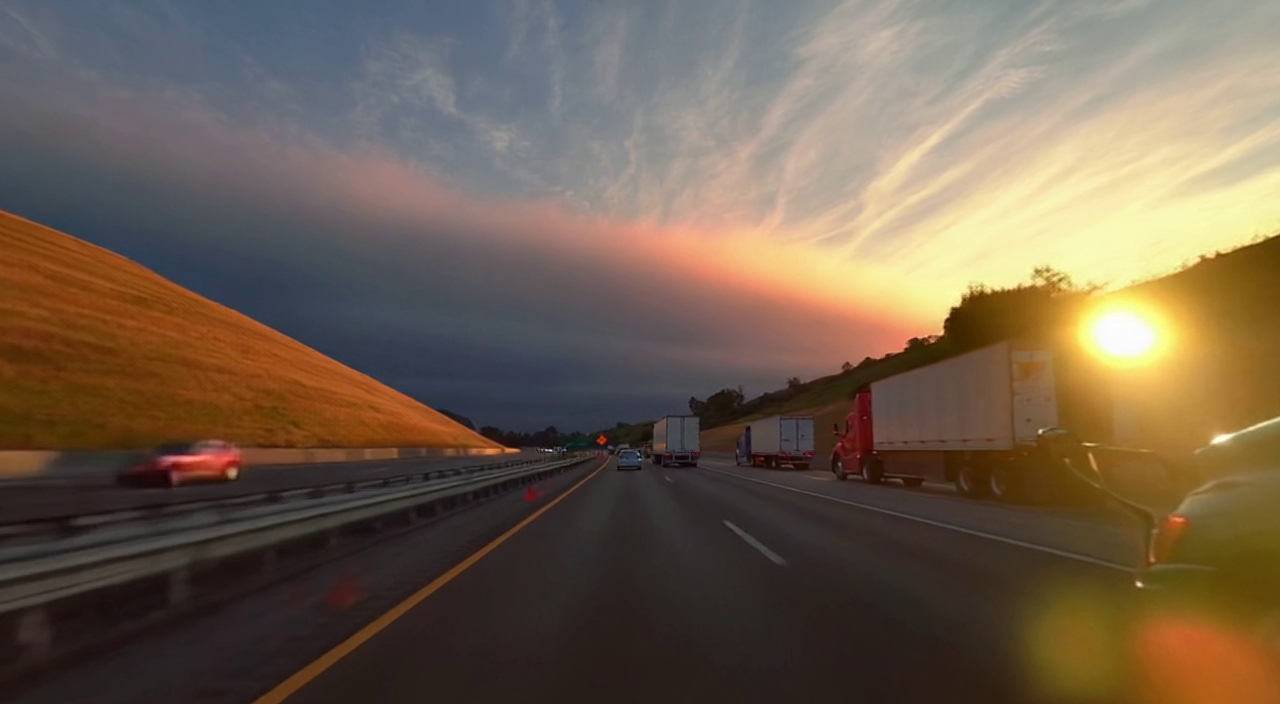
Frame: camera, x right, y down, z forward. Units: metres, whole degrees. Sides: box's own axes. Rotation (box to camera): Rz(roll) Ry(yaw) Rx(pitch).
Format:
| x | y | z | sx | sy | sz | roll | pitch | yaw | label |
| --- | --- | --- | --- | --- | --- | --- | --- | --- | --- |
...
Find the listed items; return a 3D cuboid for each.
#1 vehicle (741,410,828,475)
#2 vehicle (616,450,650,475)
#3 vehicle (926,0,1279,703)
| x | y | z | sx | sy | sz | roll | pitch | yaw | label |
| --- | --- | --- | --- | --- | --- | --- | --- | --- | --- |
| 10.390 | 6.928 | 47.628 | 2.854 | 4.112 | 14.088 | 0 | -9 | -2 | vehicle |
| -0.454 | 6.660 | 38.257 | 1.927 | 1.437 | 3.794 | 0 | -9 | -1 | vehicle |
| 3.567 | -0.357 | 1.171 | 2.990 | 3.934 | 6.180 | 0 | -9 | 0 | vehicle |
